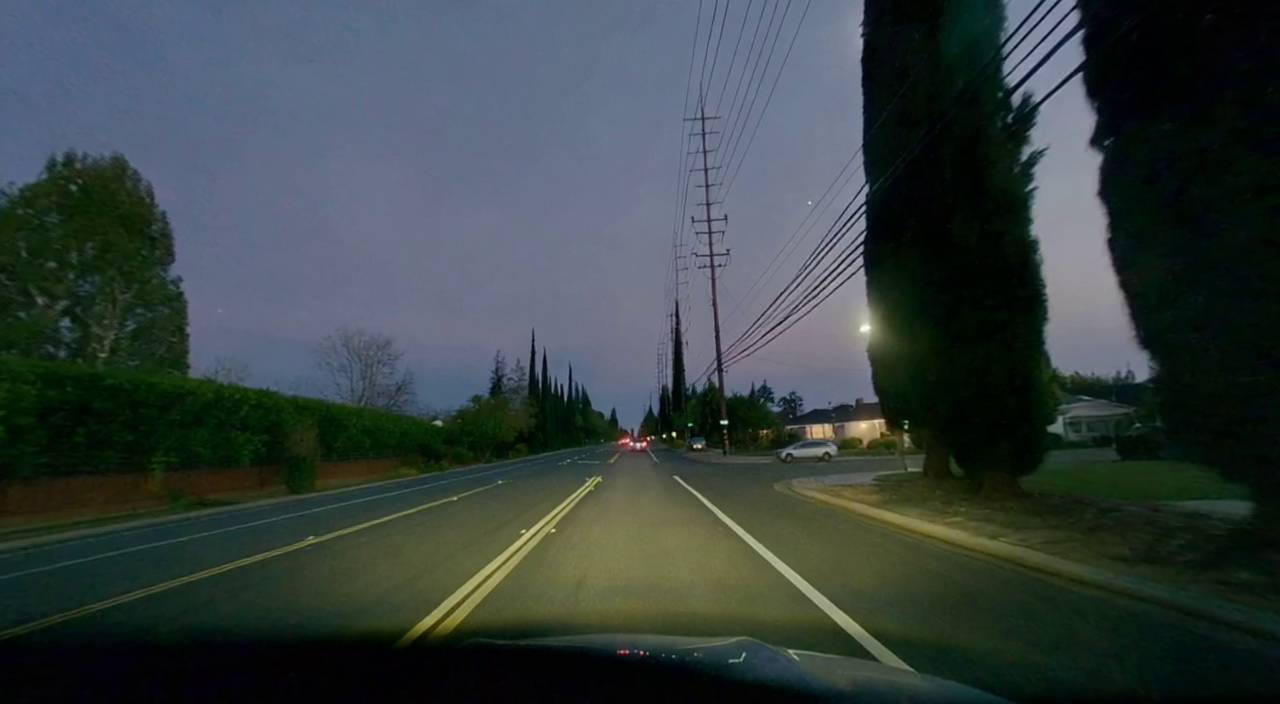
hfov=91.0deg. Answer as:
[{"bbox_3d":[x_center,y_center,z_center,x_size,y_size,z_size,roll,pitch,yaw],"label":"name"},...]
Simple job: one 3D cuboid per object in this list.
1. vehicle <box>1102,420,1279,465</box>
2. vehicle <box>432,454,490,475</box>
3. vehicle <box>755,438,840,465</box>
[{"bbox_3d":[23.927,3.962,27.548,5.449,1.883,2.354,0,-8,1],"label":"vehicle"},{"bbox_3d":[-12.168,7.674,43.213,2.530,1.265,4.495,-1,-8,2],"label":"vehicle"},{"bbox_3d":[8.773,5.595,35.403,4.487,1.461,1.874,-1,-9,9],"label":"vehicle"}]
